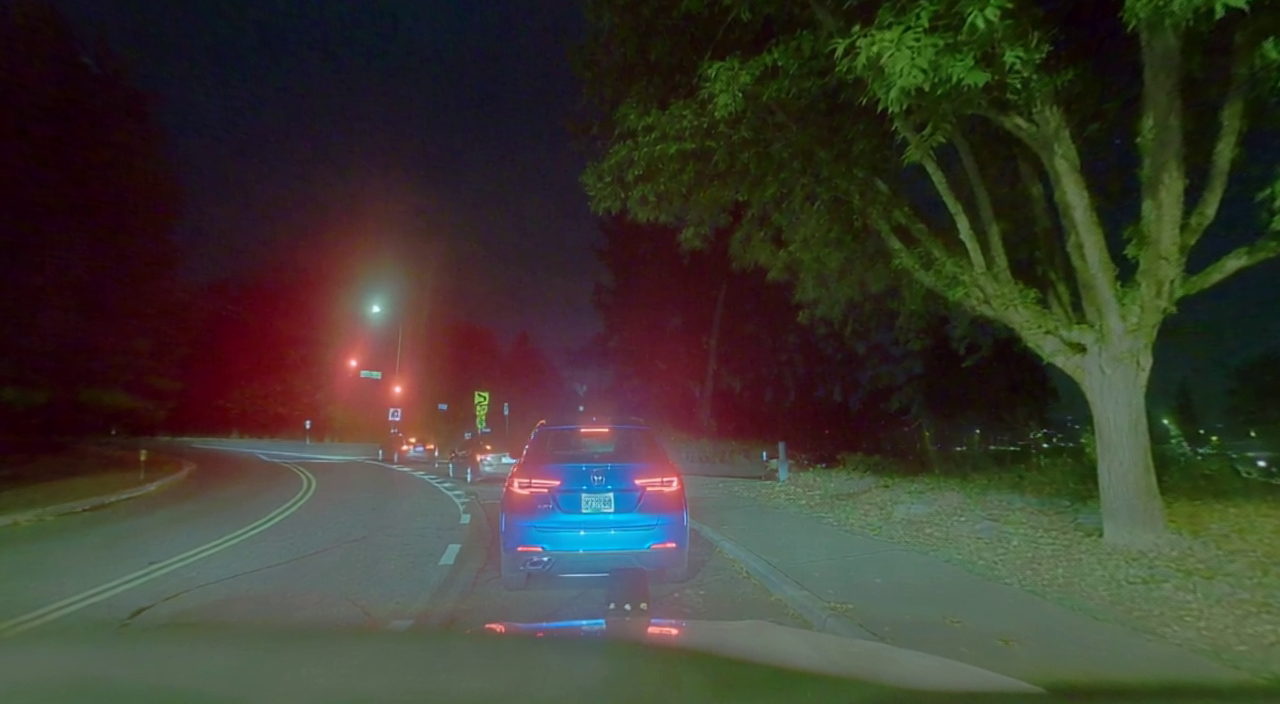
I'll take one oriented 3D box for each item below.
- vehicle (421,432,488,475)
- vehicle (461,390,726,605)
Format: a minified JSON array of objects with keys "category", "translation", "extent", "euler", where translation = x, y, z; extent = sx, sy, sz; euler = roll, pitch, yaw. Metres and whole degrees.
[{"category":"vehicle","translation":[-7.295,3.921,24.495],"extent":[1.902,1.536,3.662],"euler":[4,-9,-25]},{"category":"vehicle","translation":[-0.682,1.455,7.200],"extent":[2.134,1.671,4.147],"euler":[1,-8,-10]}]
